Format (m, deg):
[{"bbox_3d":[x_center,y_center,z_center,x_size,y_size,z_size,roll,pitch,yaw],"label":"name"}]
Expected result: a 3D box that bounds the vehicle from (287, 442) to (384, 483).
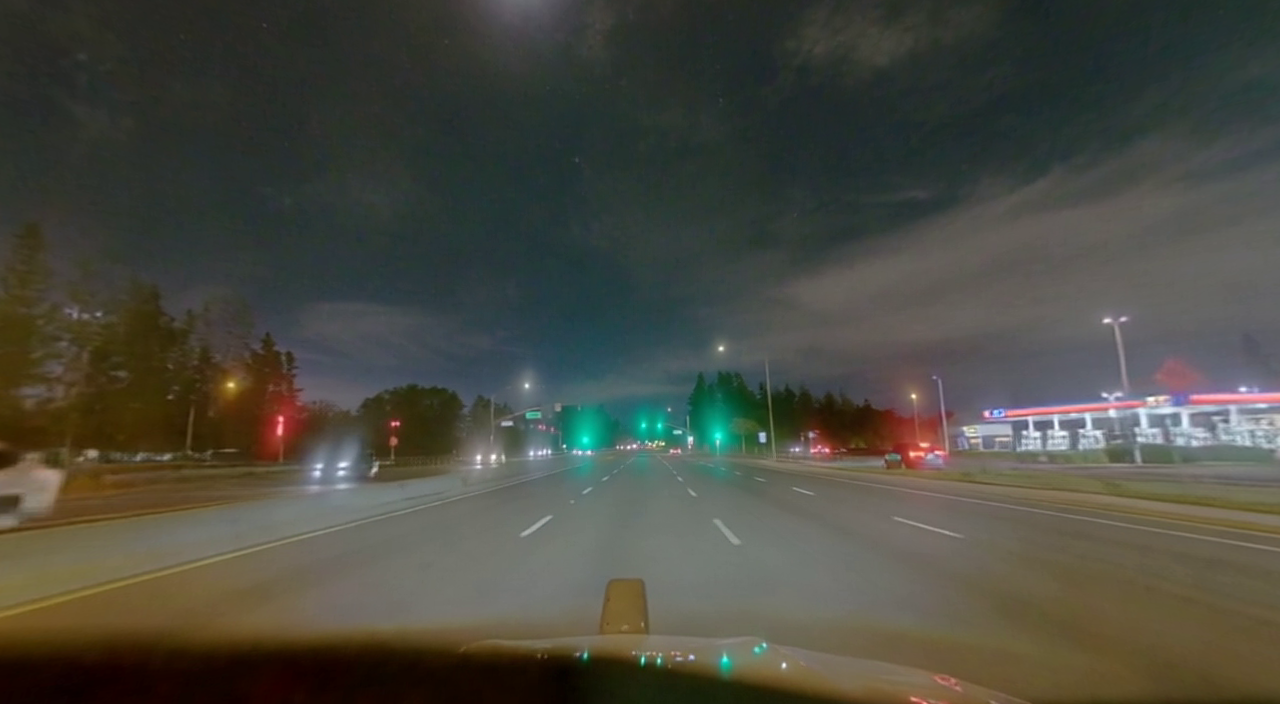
[{"bbox_3d":[-13.622,4.947,28.521,2.078,1.684,4.505,0,-8,1],"label":"vehicle"}]
